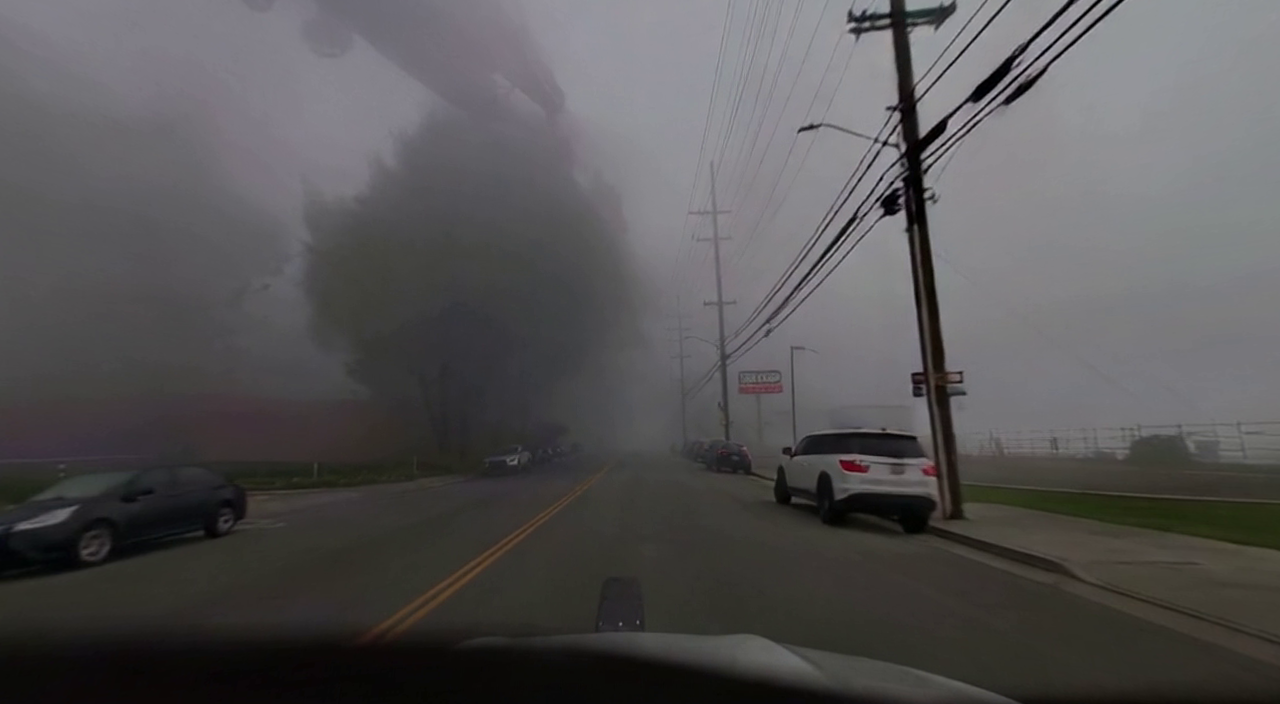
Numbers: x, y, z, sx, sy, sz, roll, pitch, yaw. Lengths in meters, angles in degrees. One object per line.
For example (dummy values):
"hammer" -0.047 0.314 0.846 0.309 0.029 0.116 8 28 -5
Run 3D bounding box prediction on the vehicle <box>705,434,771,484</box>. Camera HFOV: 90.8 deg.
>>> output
"vehicle" 4.032 4.489 26.869 2.011 1.902 4.763 0 -9 0

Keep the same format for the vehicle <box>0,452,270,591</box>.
"vehicle" -7.715 2.320 9.407 1.872 1.455 4.350 -3 -8 -1

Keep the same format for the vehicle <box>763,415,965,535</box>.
"vehicle" 4.074 2.324 12.559 2.080 1.893 4.699 0 -9 -3

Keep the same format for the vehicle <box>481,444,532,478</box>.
"vehicle" -7.774 6.365 37.204 1.992 1.676 4.429 -4 -8 0
